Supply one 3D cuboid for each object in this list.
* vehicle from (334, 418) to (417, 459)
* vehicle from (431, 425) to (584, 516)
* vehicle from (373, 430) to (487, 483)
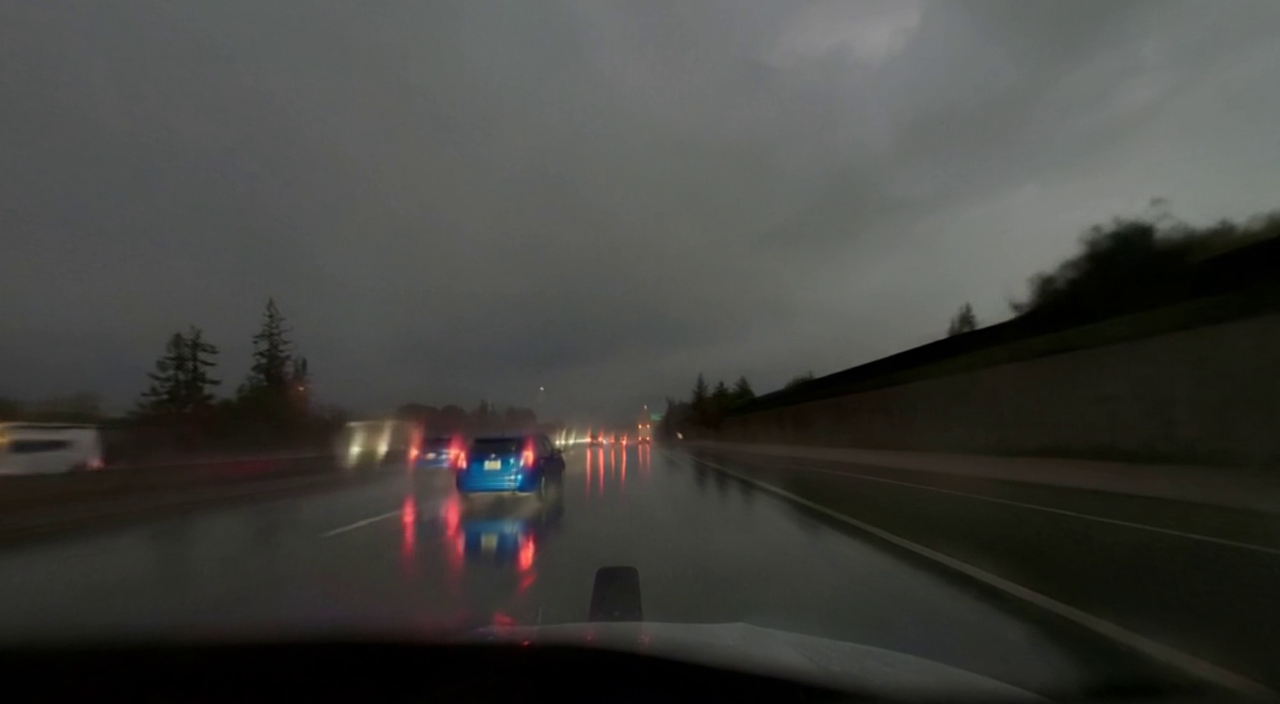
[{"bbox_3d":[-16.025,5.314,38.581,2.313,2.318,6.262,0,-8,1],"label":"vehicle"},{"bbox_3d":[-2.383,2.230,12.423,2.079,1.500,3.881,0,-8,2],"label":"vehicle"},{"bbox_3d":[-6.503,3.274,20.062,2.084,1.494,4.404,0,-8,1],"label":"vehicle"}]
